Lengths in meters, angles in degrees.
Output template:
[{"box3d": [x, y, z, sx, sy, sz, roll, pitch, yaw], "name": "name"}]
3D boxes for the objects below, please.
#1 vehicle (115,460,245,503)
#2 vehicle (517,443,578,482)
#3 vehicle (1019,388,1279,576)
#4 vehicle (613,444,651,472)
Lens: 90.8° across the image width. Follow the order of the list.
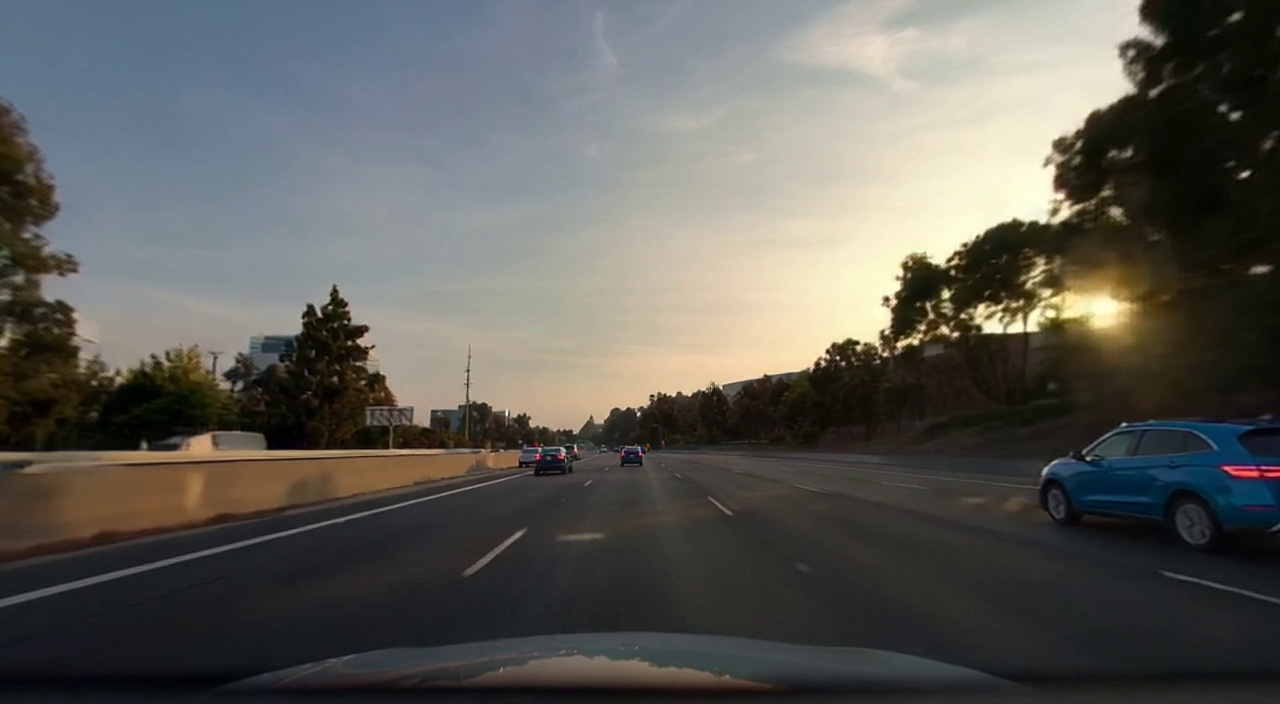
[{"box3d": [-18.942, 5.315, 26.352, 1.937, 1.502, 4.721, 0, -9, -2], "name": "vehicle"}, {"box3d": [-3.791, 4.602, 26.690, 1.886, 1.465, 4.625, -1, -9, 0], "name": "vehicle"}, {"box3d": [7.207, 1.504, 7.796, 2.028, 1.801, 4.741, -1, -9, -1], "name": "vehicle"}, {"box3d": [-0.442, 6.026, 36.043, 1.997, 1.485, 4.094, -1, -9, 0], "name": "vehicle"}]
